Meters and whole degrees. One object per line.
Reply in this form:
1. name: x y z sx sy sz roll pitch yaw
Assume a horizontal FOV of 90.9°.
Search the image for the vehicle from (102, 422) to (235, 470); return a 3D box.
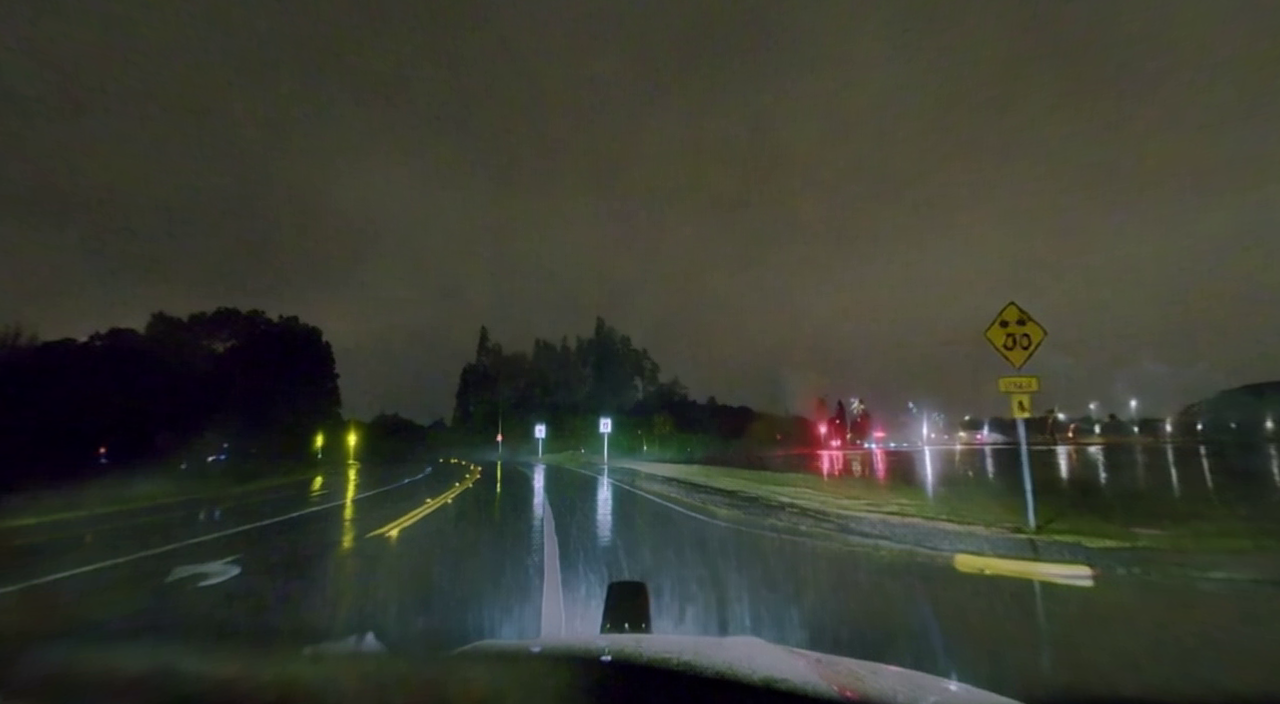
1. vehicle: -21.001 4.195 28.128 4.699 1.996 2.116 -2 -9 15
